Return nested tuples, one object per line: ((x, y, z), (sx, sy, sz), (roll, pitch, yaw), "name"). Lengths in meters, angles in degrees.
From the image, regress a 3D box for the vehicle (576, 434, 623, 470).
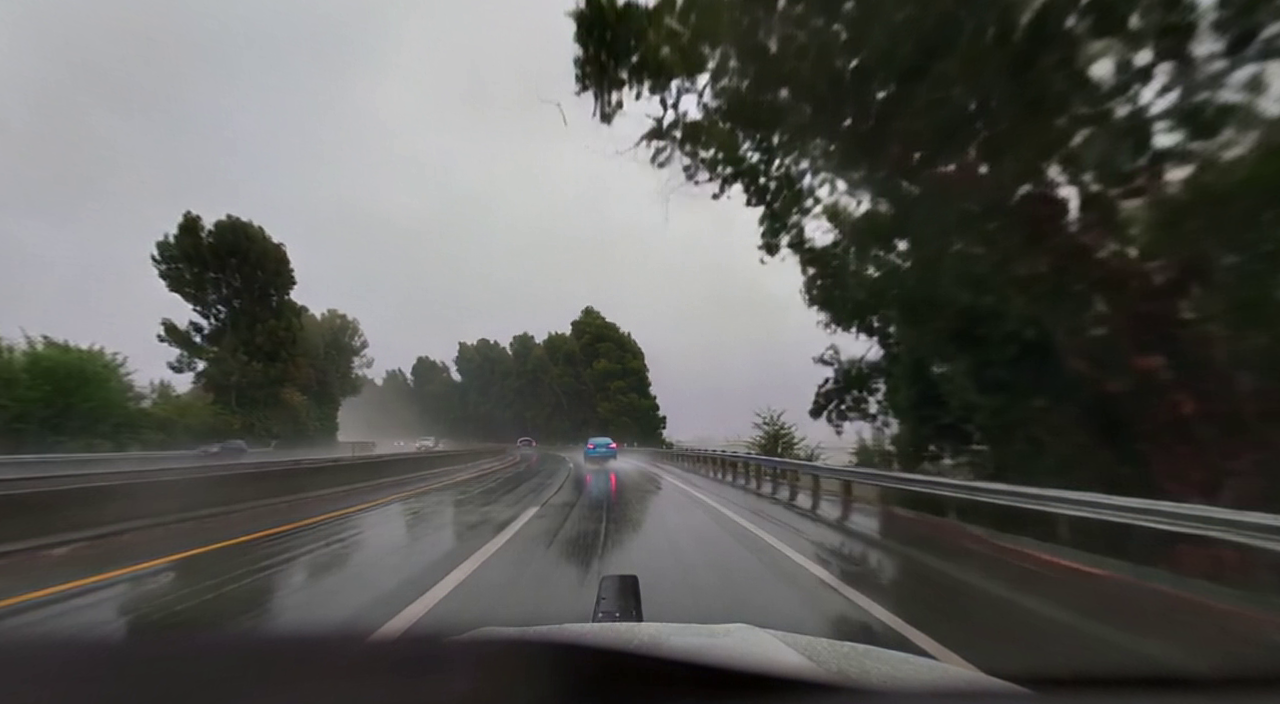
((-2.298, 5.514, 35.036), (2.452, 1.857, 4.022), (0, -8, -5), "vehicle")
